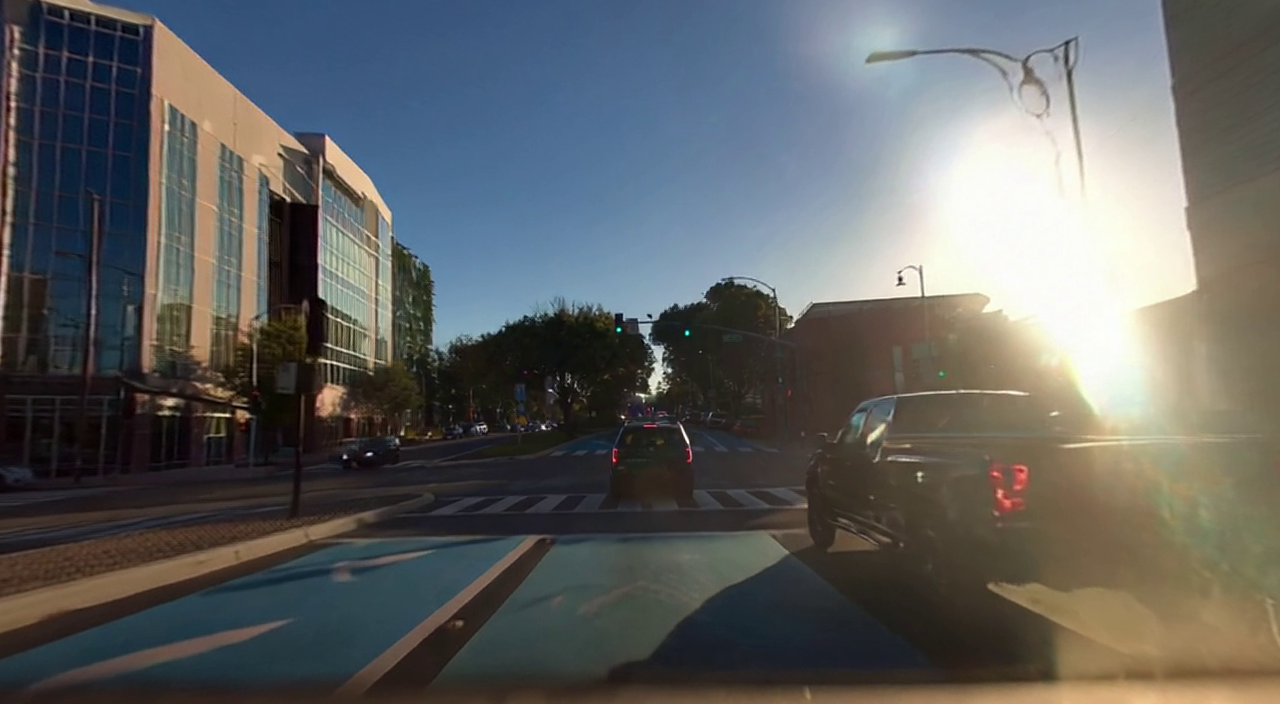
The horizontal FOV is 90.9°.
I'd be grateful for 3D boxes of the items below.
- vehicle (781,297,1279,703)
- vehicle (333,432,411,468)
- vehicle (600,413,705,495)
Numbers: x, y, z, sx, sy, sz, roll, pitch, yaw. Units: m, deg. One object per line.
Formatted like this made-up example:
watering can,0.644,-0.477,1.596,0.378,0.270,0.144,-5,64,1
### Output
vehicle,3.394,1.210,6.251,2.487,2.048,6.443,0,-9,0
vehicle,-13.515,4.980,32.175,2.062,1.697,4.321,0,-8,0
vehicle,0.258,2.555,15.957,2.283,1.773,4.255,0,-9,0
